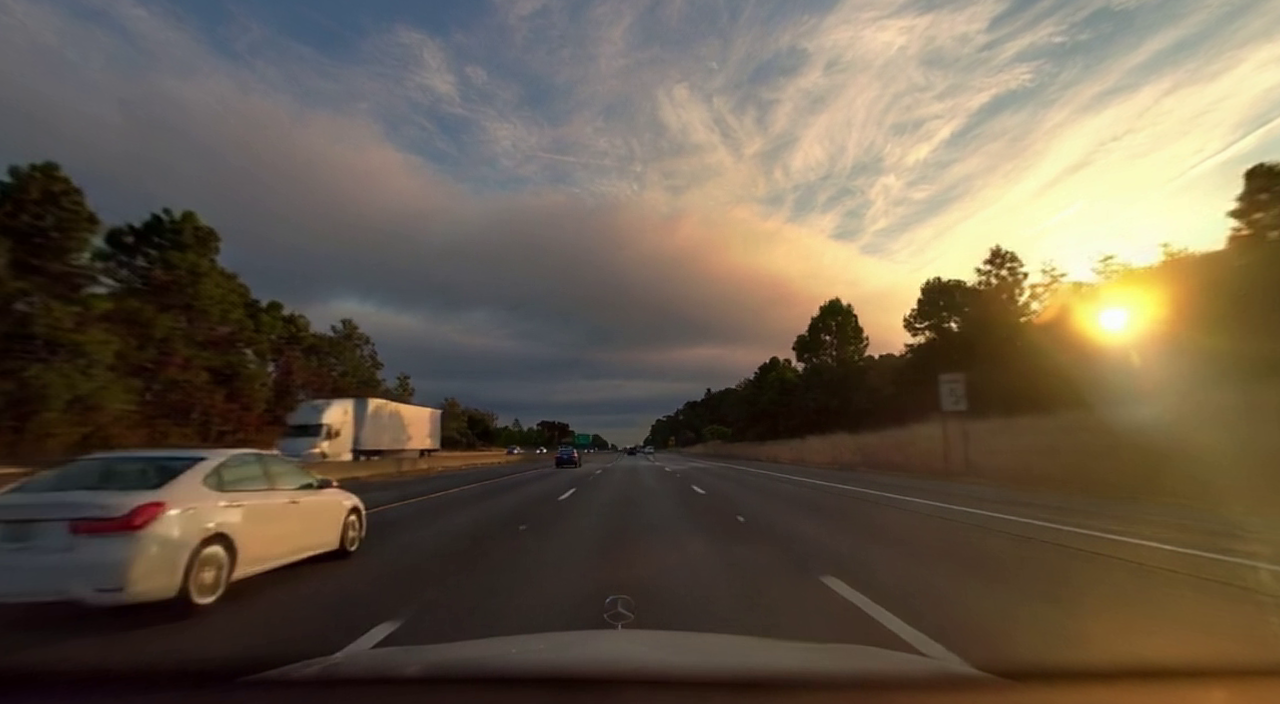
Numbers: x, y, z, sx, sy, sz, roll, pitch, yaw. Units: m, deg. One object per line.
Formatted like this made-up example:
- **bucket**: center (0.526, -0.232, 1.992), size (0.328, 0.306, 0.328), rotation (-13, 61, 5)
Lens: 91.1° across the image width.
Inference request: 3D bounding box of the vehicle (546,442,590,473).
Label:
- **vehicle**: center (-4.240, 6.329, 37.797), size (2.111, 1.717, 4.426), rotation (-1, -9, 0)

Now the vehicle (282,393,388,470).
- **vehicle**: center (-17.299, 4.650, 36.224), size (3.124, 4.000, 5.845), rotation (0, -9, -1)

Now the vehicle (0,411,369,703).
- **vehicle**: center (-4.150, 1.353, 5.008), size (2.018, 1.497, 4.399), rotation (-1, -9, 0)
